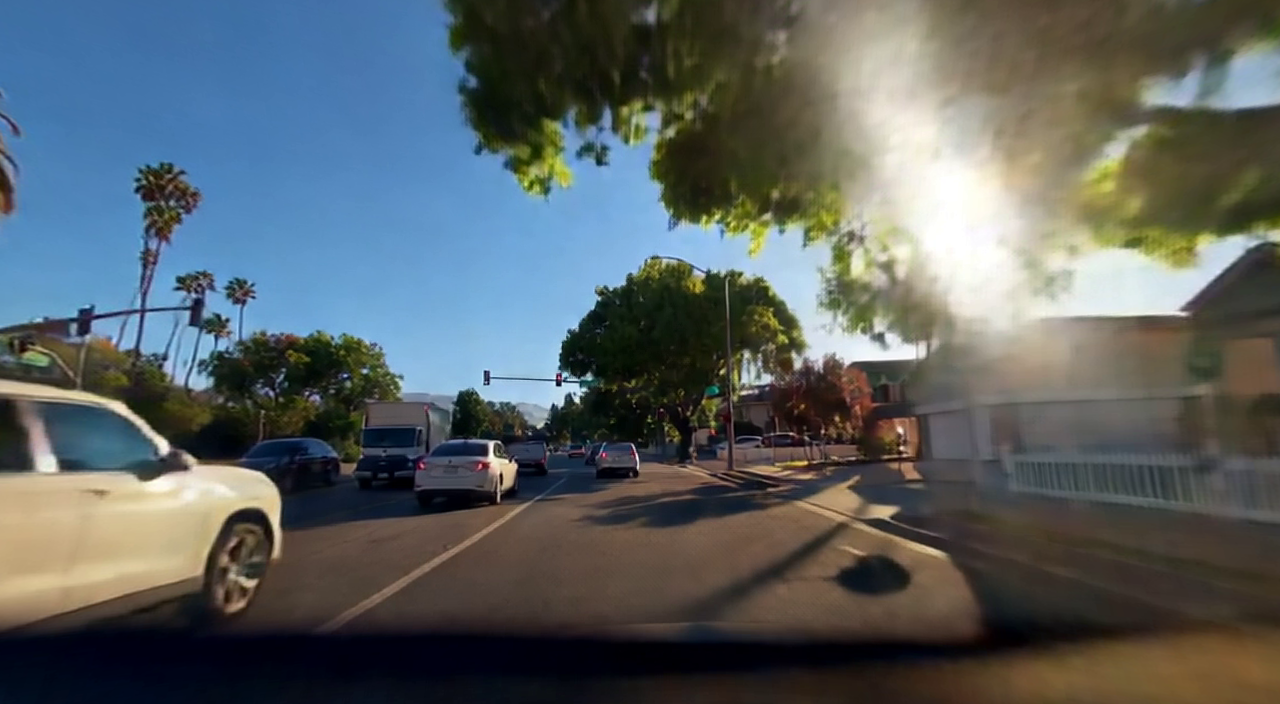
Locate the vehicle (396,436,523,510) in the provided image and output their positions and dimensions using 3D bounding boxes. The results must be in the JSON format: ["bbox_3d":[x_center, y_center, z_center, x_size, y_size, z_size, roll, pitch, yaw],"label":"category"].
[{"bbox_3d":[-3.995,2.732,14.705,1.709,1.425,4.337,-1,-8,0],"label":"vehicle"}]

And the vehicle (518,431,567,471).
[{"bbox_3d":[-4.874,5.006,32.048,2.032,1.852,4.571,-1,-8,-3],"label":"vehicle"}]

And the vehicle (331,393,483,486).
[{"bbox_3d":[-7.709,3.078,22.006,2.821,2.701,6.721,0,-8,-1],"label":"vehicle"}]

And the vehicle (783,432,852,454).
[{"bbox_3d":[13.548,6.952,48.209,4.615,1.555,2.021,2,-9,-16],"label":"vehicle"}]

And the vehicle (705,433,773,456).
[{"bbox_3d":[7.738,7.249,49.262,4.742,1.690,2.218,3,-9,-20],"label":"vehicle"}]

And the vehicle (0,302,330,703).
[{"bbox_3d":[-3.965,0.798,3.260,2.144,1.877,4.899,-1,-8,1],"label":"vehicle"}]

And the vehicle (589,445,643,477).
[{"bbox_3d":[-1.118,4.590,26.893,2.131,1.222,3.868,0,-8,-5],"label":"vehicle"}]
